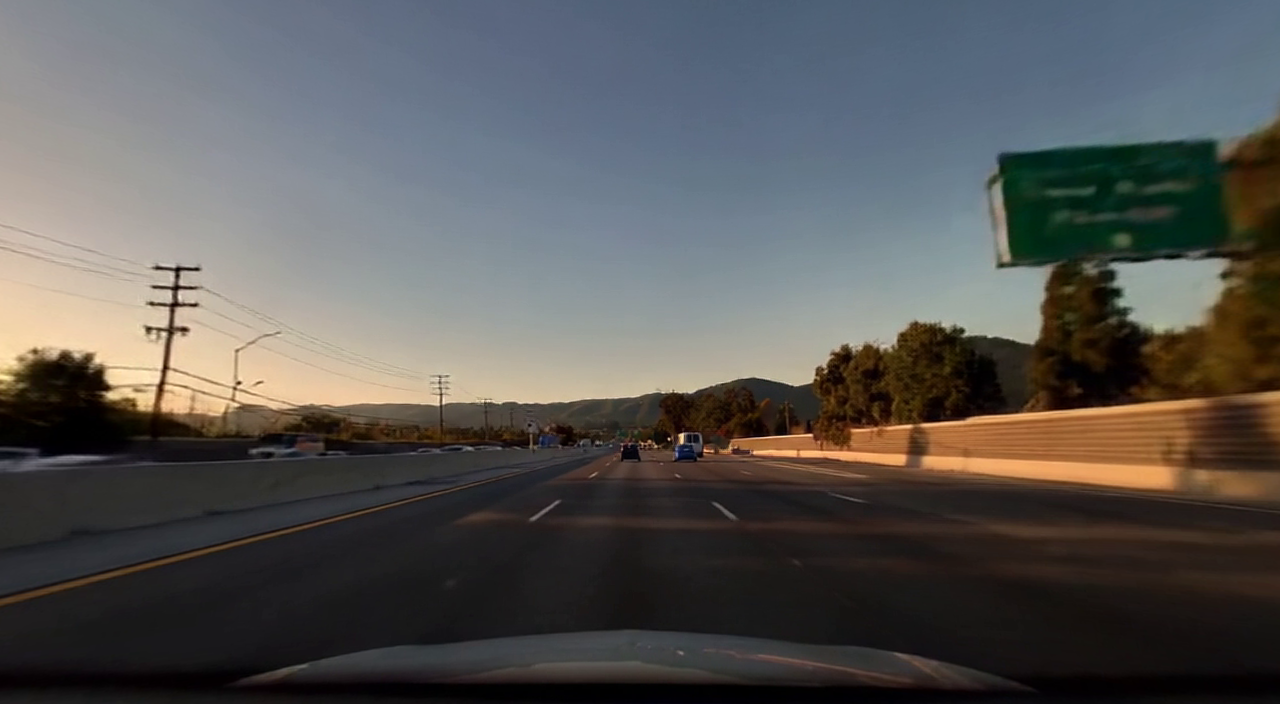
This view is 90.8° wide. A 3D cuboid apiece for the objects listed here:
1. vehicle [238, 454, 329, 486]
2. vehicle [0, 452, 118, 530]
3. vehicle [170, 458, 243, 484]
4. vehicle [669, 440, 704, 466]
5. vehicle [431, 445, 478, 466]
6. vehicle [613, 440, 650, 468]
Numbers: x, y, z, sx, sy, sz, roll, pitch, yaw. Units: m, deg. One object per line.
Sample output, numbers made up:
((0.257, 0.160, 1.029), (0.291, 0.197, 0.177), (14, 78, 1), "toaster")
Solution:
((-17.760, 5.857, 31.773), (1.966, 1.450, 4.456), (0, -9, 0), "vehicle")
((-13.435, 2.774, 12.689), (1.969, 1.481, 4.595), (0, -9, 0), "vehicle")
((-28.158, 7.730, 41.208), (1.900, 1.551, 3.993), (0, -9, -1), "vehicle")
((3.243, 7.202, 45.095), (2.036, 1.796, 4.470), (0, -9, -2), "vehicle")
((-13.998, 7.860, 47.966), (2.147, 1.528, 4.437), (0, -9, 0), "vehicle")
((-0.574, 6.763, 41.860), (2.325, 1.712, 4.592), (0, -9, -1), "vehicle")
